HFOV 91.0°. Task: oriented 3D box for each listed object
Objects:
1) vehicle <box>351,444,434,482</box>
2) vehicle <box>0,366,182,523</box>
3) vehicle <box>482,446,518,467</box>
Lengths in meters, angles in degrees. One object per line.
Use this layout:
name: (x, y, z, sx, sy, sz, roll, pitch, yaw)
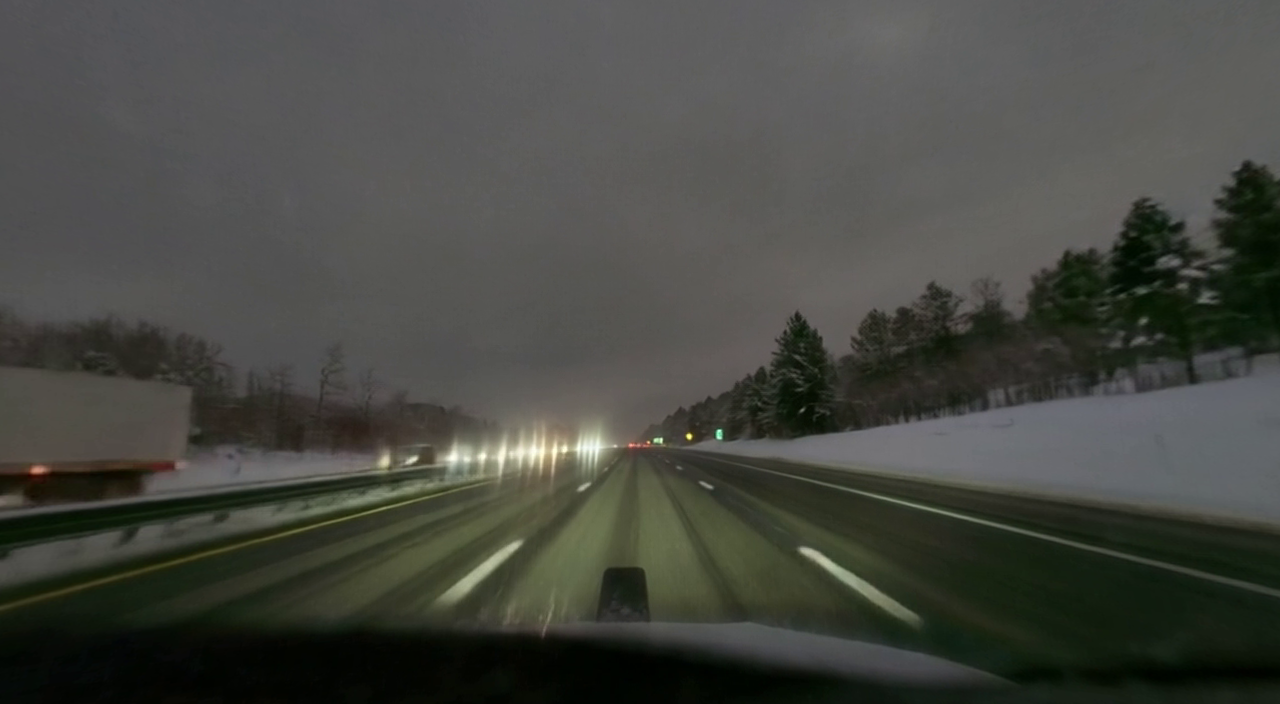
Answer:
vehicle: (-10.855, 4.882, 27.930, 1.887, 1.524, 4.275, 0, -8, 1)
vehicle: (-18.463, 2.342, 15.910, 3.341, 4.076, 13.934, 0, -8, -1)
vehicle: (-10.679, 7.979, 48.201, 1.821, 1.477, 3.939, 0, -8, 0)
